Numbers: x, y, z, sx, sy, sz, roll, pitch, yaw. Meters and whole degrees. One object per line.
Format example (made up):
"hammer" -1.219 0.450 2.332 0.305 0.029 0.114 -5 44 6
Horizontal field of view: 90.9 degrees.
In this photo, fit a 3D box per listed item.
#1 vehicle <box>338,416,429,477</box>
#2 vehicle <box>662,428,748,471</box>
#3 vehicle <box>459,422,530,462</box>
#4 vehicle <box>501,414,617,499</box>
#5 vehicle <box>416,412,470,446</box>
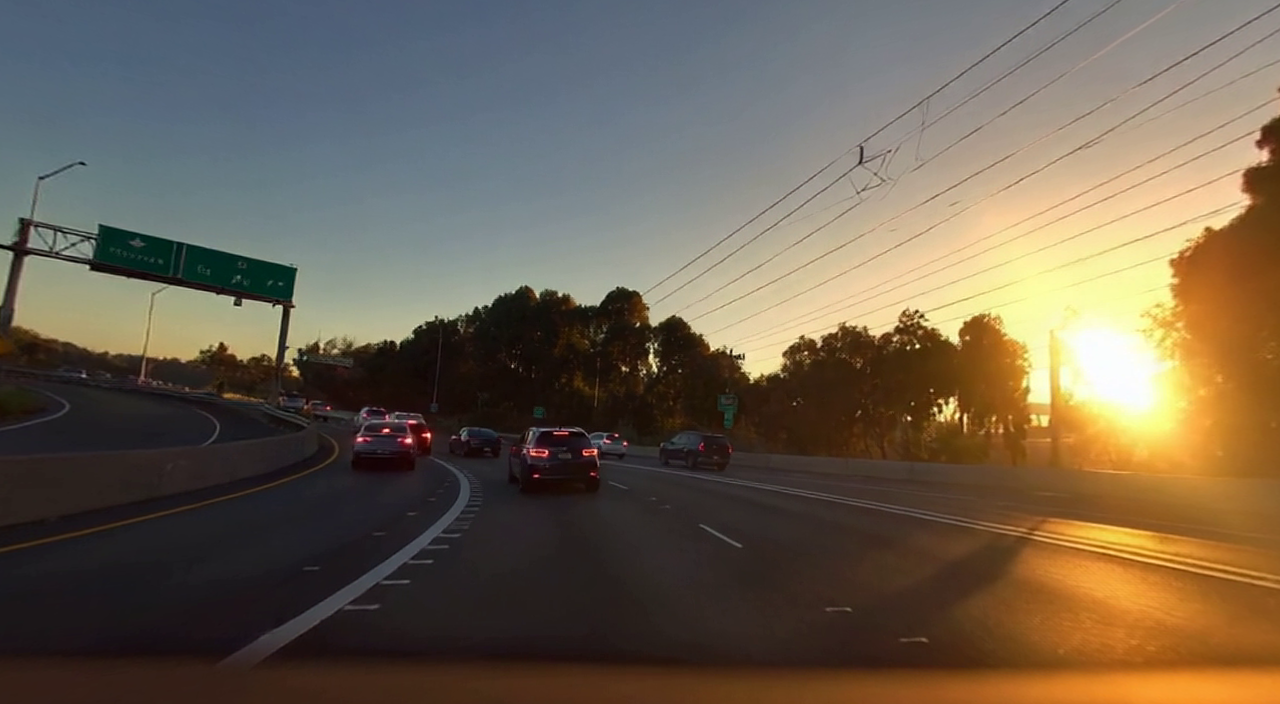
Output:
"vehicle" -7.198 2.713 18.159 2.033 1.501 4.623 3 -9 -18
"vehicle" 2.896 4.528 29.312 2.079 1.807 4.682 3 -9 -20
"vehicle" -6.018 3.695 25.734 1.832 1.473 4.364 4 -9 -26
"vehicle" -2.107 2.476 15.287 2.140 1.724 4.304 2 -9 -16
"vehicle" -11.638 4.595 37.065 2.042 1.817 4.650 5 -10 -29
